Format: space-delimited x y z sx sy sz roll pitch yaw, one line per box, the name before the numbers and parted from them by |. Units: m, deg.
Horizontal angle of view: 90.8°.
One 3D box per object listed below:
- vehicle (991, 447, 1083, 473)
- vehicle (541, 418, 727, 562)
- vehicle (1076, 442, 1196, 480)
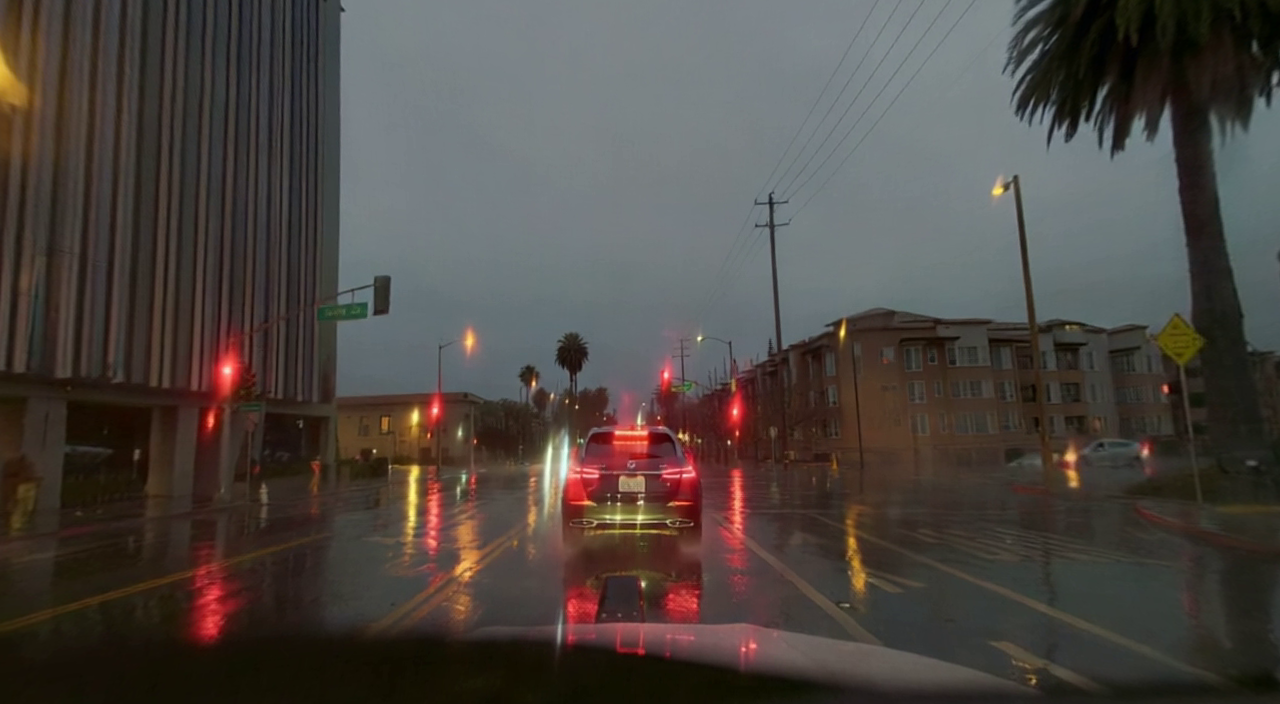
vehicle | 24.227 6.591 38.682 4.417 1.462 1.761 0 -8 -1
vehicle | -0.073 1.874 9.238 2.144 1.643 3.770 0 -8 0
vehicle | 22.154 4.839 28.258 4.118 1.593 2.004 2 -9 -14
